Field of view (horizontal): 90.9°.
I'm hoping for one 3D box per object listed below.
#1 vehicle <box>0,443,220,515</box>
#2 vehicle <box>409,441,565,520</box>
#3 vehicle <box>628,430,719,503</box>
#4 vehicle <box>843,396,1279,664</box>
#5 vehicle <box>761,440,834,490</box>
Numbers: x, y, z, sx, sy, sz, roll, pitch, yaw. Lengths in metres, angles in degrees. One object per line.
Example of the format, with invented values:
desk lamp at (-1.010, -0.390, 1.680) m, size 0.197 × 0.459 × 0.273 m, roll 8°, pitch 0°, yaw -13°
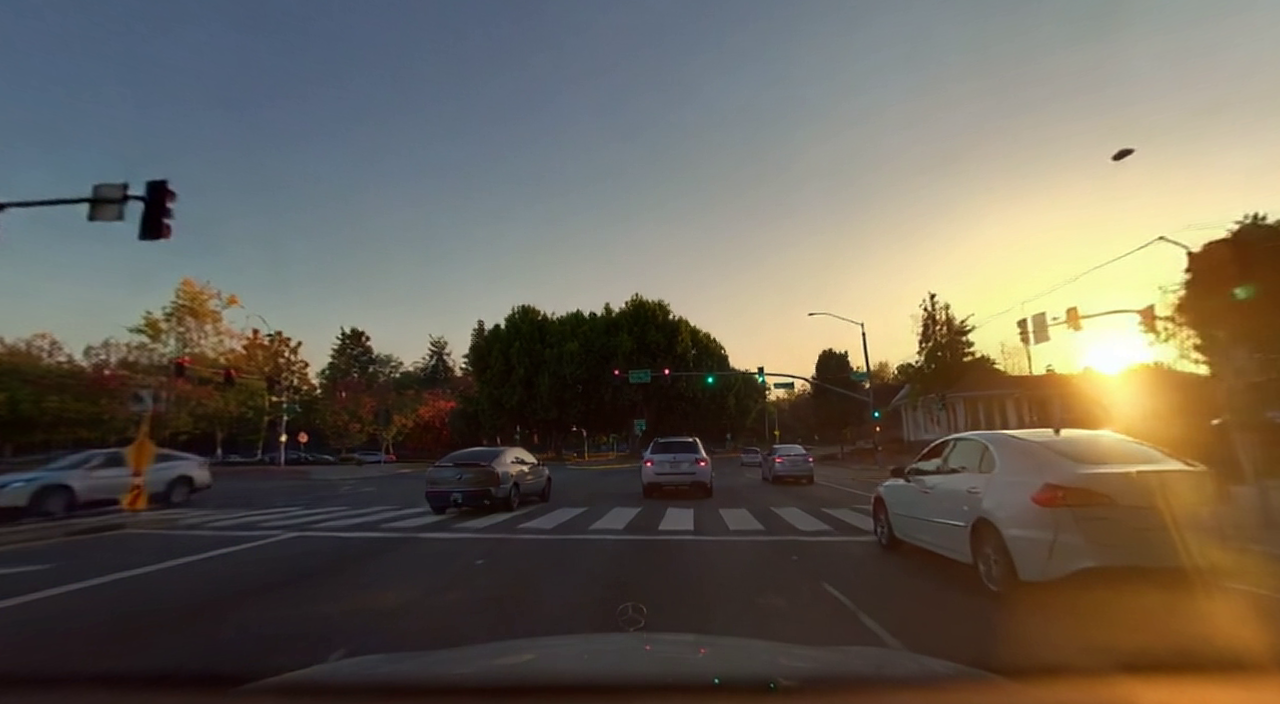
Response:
vehicle at (-14.396, 3.346, 16.979) m, size 4.578 × 1.759 × 1.996 m, roll 2°, pitch -9°, yaw -14°
vehicle at (-3.152, 2.756, 14.156) m, size 2.006 × 1.464 × 4.586 m, roll -1°, pitch -9°, yaw 5°
vehicle at (1.042, 3.179, 17.910) m, size 2.250 × 1.768 × 4.574 m, roll -1°, pitch -9°, yaw 5°
vehicle at (3.769, 1.448, 6.276) m, size 2.106 × 1.636 × 4.655 m, roll -1°, pitch -9°, yaw 2°
vehicle at (5.257, 3.809, 21.457) m, size 1.859 × 1.540 × 3.454 m, roll -1°, pitch -9°, yaw 5°
